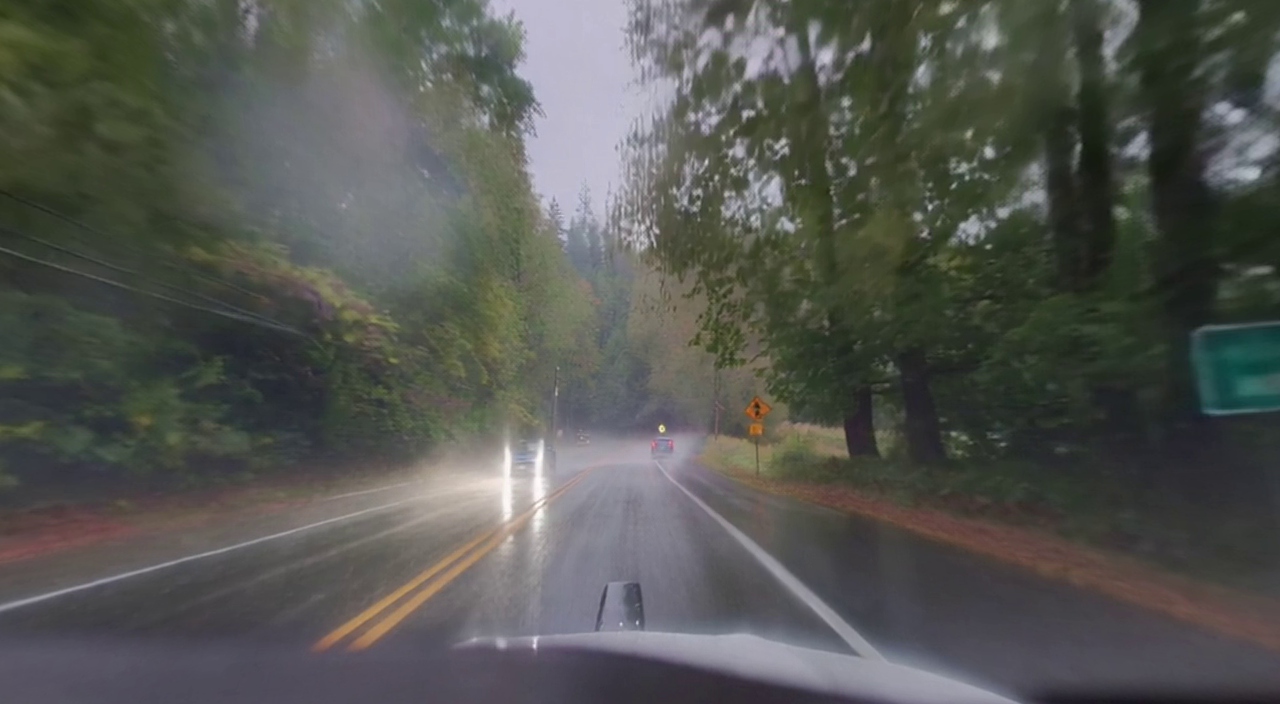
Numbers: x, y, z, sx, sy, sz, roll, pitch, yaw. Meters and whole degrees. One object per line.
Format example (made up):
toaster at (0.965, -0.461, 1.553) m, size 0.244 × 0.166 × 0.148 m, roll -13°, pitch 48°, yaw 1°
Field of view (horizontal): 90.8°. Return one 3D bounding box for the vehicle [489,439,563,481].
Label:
vehicle at (-4.383, 4.237, 25.051) m, size 2.083 × 1.476 × 4.513 m, roll 0°, pitch -9°, yaw 0°
